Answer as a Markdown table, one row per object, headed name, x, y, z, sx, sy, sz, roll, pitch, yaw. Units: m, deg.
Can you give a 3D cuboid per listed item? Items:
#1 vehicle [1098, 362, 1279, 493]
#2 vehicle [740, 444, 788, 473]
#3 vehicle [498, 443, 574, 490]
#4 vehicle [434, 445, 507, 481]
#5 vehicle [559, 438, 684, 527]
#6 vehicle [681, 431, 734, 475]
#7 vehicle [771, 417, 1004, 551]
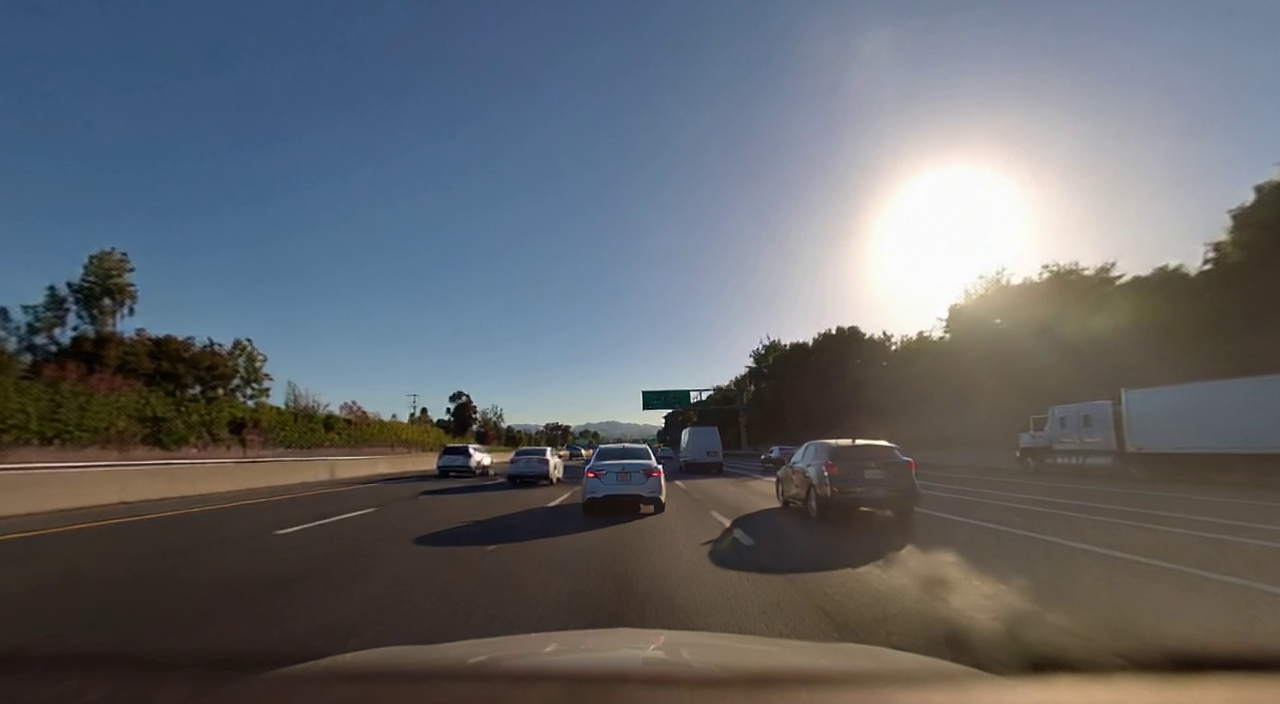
| name | x | y | z | sx | sy | sz | roll | pitch | yaw |
| --- | --- | --- | --- | --- | --- | --- | --- | --- | --- |
| vehicle | 21.381 | 2.561 | 20.909 | 2.970 | 4.079 | 10.086 | 3 | -9 | -14 |
| vehicle | 7.545 | 6.480 | 38.658 | 2.055 | 1.650 | 4.241 | 0 | -9 | -1 |
| vehicle | -3.653 | 4.114 | 22.964 | 1.926 | 1.542 | 4.329 | 0 | -9 | 1 |
| vehicle | -7.837 | 5.171 | 29.635 | 2.032 | 1.549 | 4.850 | 0 | -9 | 1 |
| vehicle | -0.280 | 2.551 | 12.862 | 2.132 | 1.499 | 4.038 | 0 | -9 | 1 |
| vehicle | 3.765 | 5.798 | 36.306 | 2.440 | 2.313 | 5.266 | 0 | -9 | 0 |
| vehicle | 3.564 | 1.991 | 10.082 | 2.053 | 1.666 | 4.106 | 0 | -9 | 0 |
